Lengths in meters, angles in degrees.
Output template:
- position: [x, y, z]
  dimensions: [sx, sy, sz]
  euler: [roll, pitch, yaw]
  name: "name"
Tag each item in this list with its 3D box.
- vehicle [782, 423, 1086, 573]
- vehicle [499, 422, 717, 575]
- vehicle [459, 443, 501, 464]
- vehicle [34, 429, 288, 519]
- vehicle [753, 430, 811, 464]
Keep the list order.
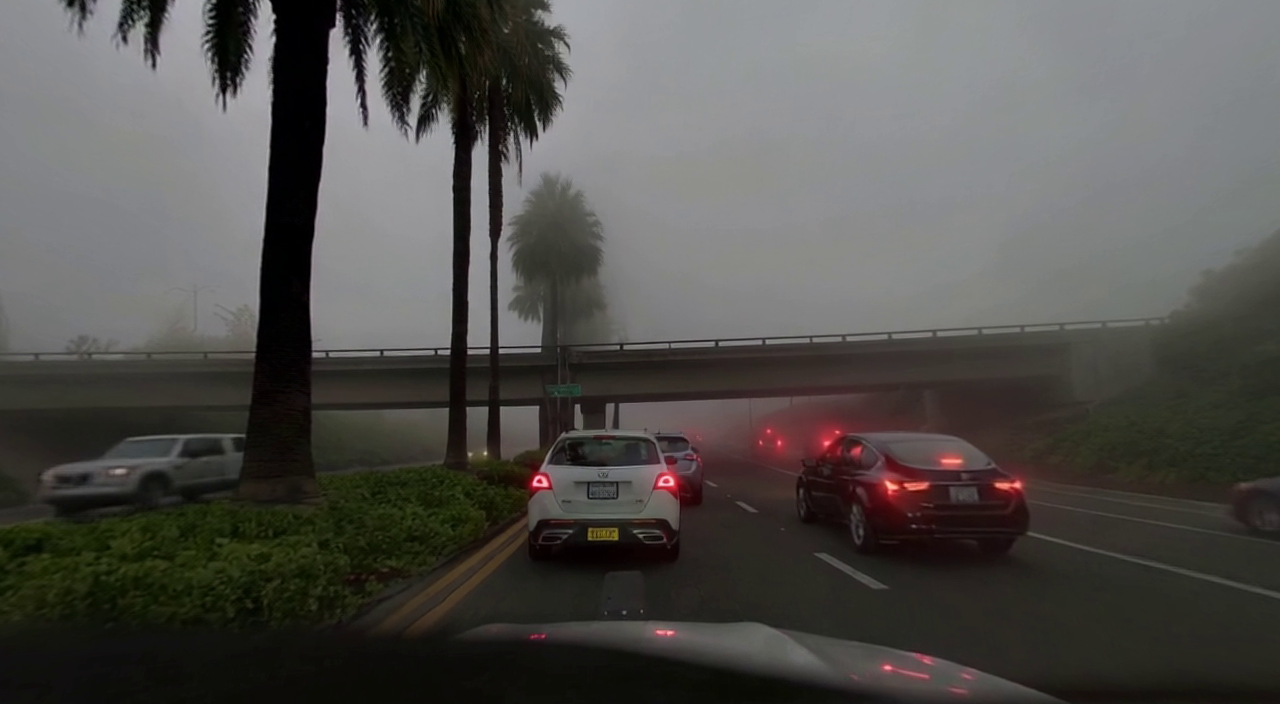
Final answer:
- position: [3.562, 1.858, 8.907]
  dimensions: [2.034, 1.517, 4.840]
  euler: [0, -9, 1]
  name: "vehicle"
- position: [-0.261, 1.760, 8.319]
  dimensions: [2.172, 1.506, 4.018]
  euler: [0, -9, 2]
  name: "vehicle"
- position: [-12.302, 7.808, 48.529]
  dimensions: [1.933, 1.486, 4.449]
  euler: [0, -8, 1]
  name: "vehicle"
- position: [-12.582, 3.219, 17.250]
  dimensions: [2.386, 1.943, 5.700]
  euler: [-3, -9, 2]
  name: "vehicle"
- position: [8.088, 5.494, 36.275]
  dimensions: [2.242, 1.817, 4.837]
  euler: [0, -9, 0]
  name: "vehicle"
